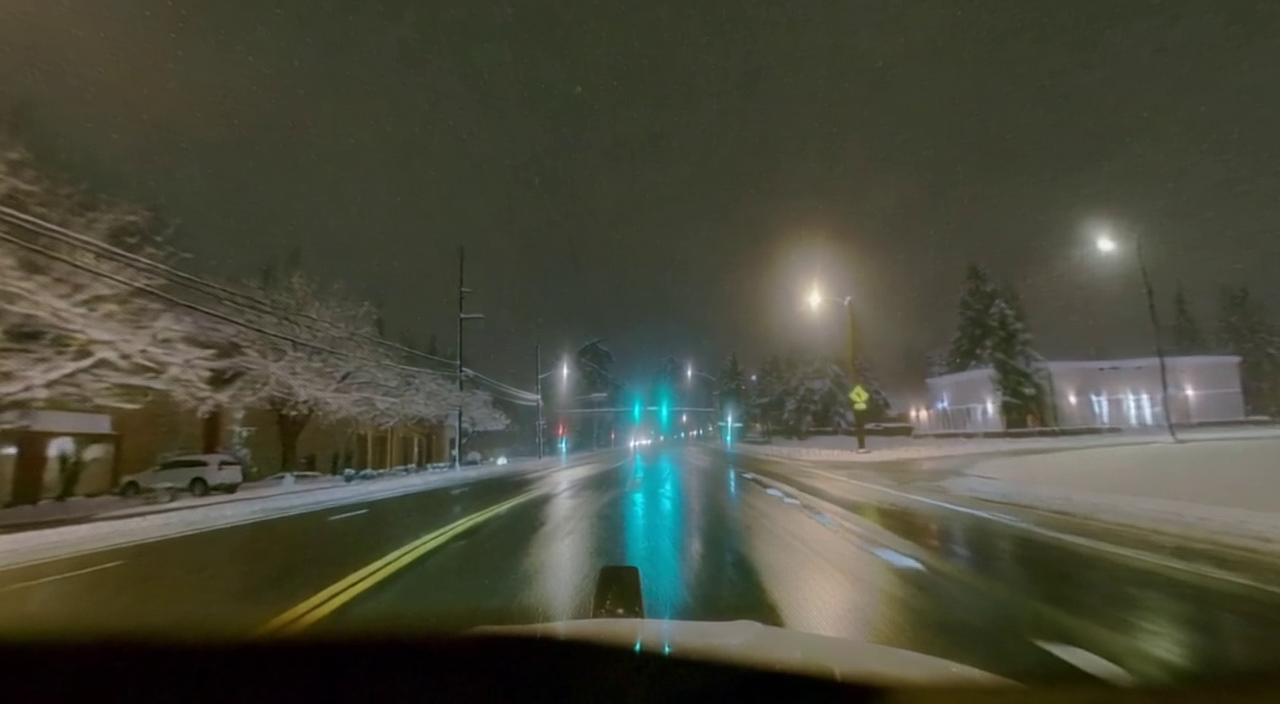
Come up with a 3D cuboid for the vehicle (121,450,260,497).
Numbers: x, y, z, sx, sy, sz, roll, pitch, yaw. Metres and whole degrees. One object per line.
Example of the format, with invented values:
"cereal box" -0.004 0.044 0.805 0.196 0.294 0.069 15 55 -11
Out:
"vehicle" -19.166 5.145 27.303 2.030 1.759 4.949 -1 -8 5
